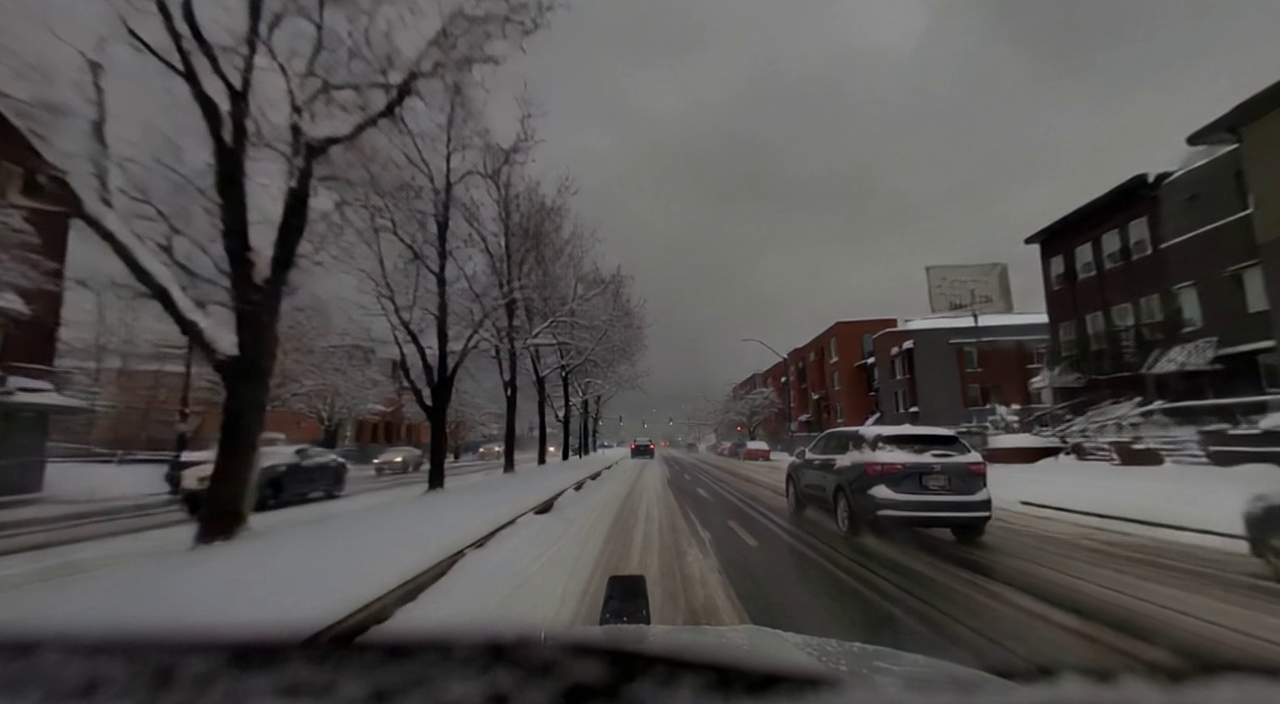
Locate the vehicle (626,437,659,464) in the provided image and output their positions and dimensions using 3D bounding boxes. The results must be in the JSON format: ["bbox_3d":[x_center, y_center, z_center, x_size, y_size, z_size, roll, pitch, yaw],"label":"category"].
[{"bbox_3d":[0.227,7.068,45.367,2.244,1.813,4.129,0,-8,1],"label":"vehicle"}]

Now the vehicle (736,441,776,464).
[{"bbox_3d":[8.371,7.269,45.864,1.919,1.586,4.692,0,-8,-1],"label":"vehicle"}]

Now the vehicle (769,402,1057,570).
[{"bbox_3d":[3.337,1.740,8.953,2.071,1.747,4.549,0,-8,1],"label":"vehicle"}]

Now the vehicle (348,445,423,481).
[{"bbox_3d":[-11.663,5.095,29.184,1.779,1.495,3.766,-1,-8,2],"label":"vehicle"}]

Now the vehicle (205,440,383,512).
[{"bbox_3d":[-8.140,2.919,15.345,1.931,1.491,4.026,-1,-8,2],"label":"vehicle"}]
